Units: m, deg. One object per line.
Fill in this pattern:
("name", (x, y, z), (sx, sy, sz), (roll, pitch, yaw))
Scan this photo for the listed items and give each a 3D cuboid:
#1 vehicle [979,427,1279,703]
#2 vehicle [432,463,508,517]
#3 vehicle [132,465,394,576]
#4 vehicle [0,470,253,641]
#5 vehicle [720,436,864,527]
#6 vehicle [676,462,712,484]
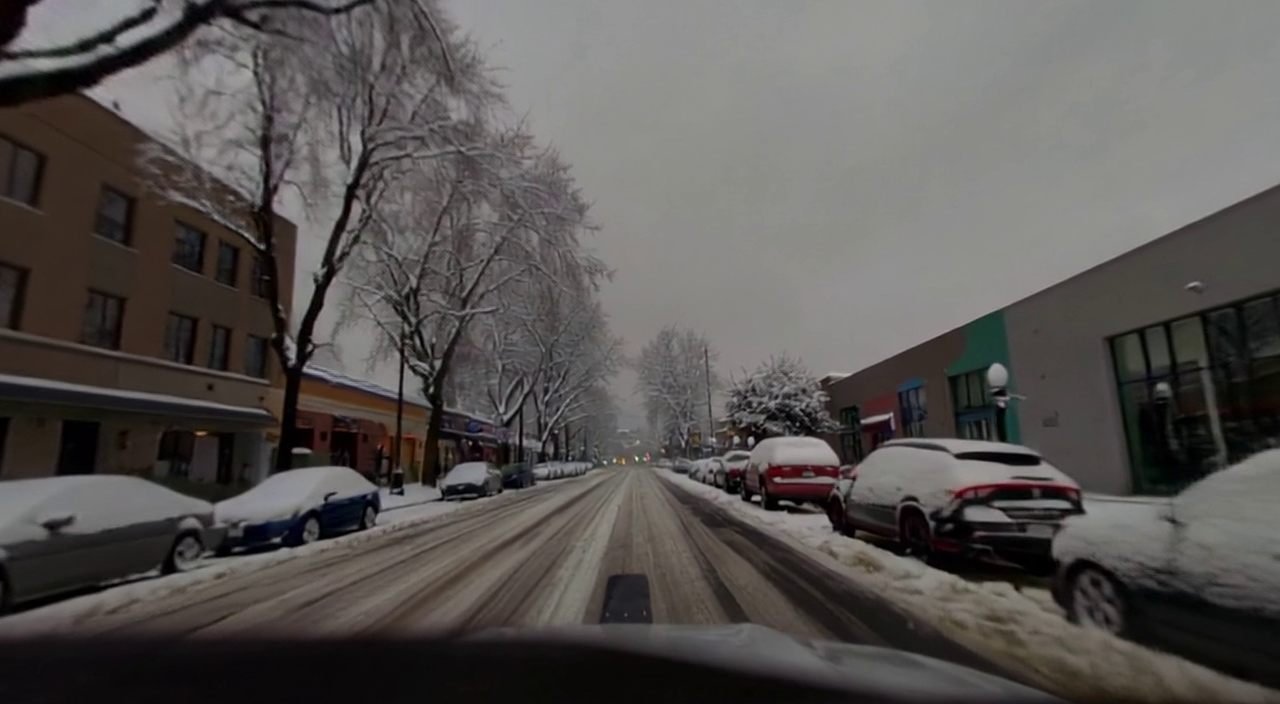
("vehicle", (4.056, 1.129, 3.180), (1.973, 1.494, 4.867), (-1, -9, 0))
("vehicle", (-7.146, 5.827, 27.115), (1.996, 1.770, 5.518), (-1, -8, -3))
("vehicle", (-7.089, 3.176, 12.724), (2.182, 1.522, 4.946), (-3, -8, 2))
("vehicle", (-7.212, 2.287, 7.562), (2.001, 1.502, 4.851), (-1, -8, 1))
("vehicle", (3.792, 3.352, 17.017), (2.390, 2.005, 5.276), (0, -9, -2))
("vehicle", (4.033, 9.094, 47.684), (2.081, 1.463, 4.263), (0, -9, -3))
